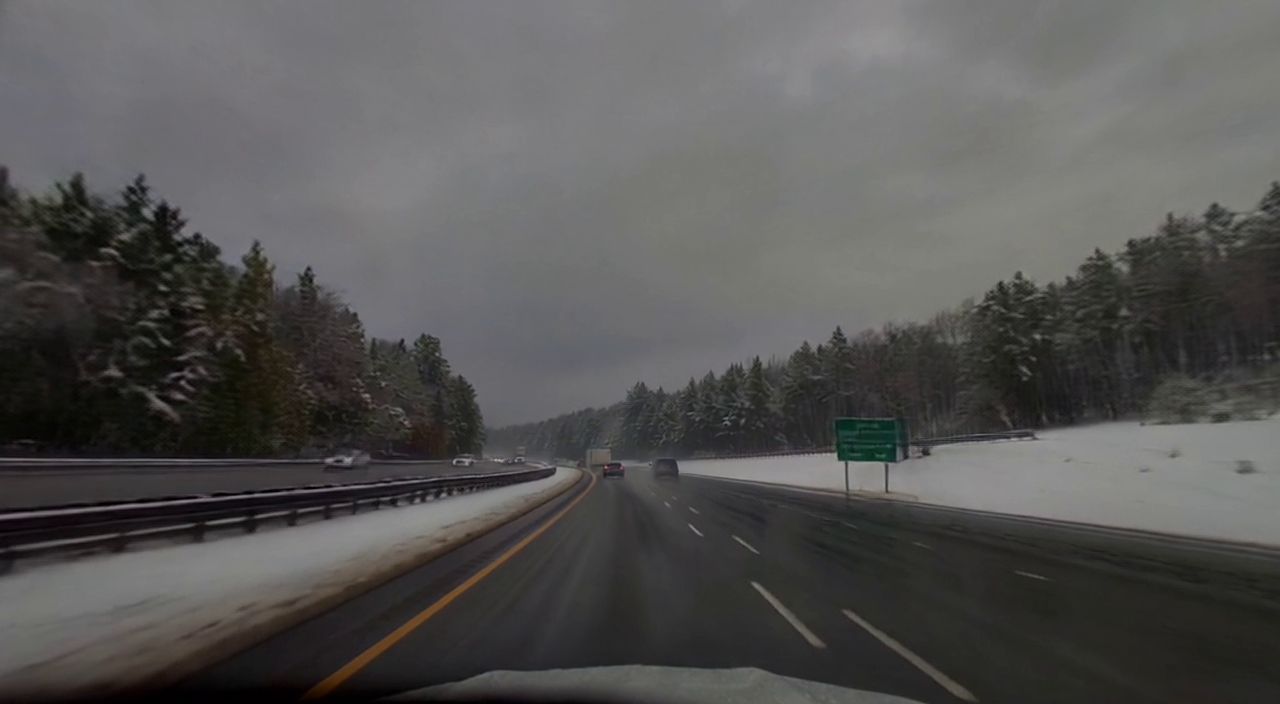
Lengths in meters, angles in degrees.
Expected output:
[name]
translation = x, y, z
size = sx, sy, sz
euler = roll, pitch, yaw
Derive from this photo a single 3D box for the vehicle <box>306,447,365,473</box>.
[vehicle]
translation = -20.354, 7.284, 42.316
size = 1.854, 1.612, 4.176
euler = 1, -10, -1
